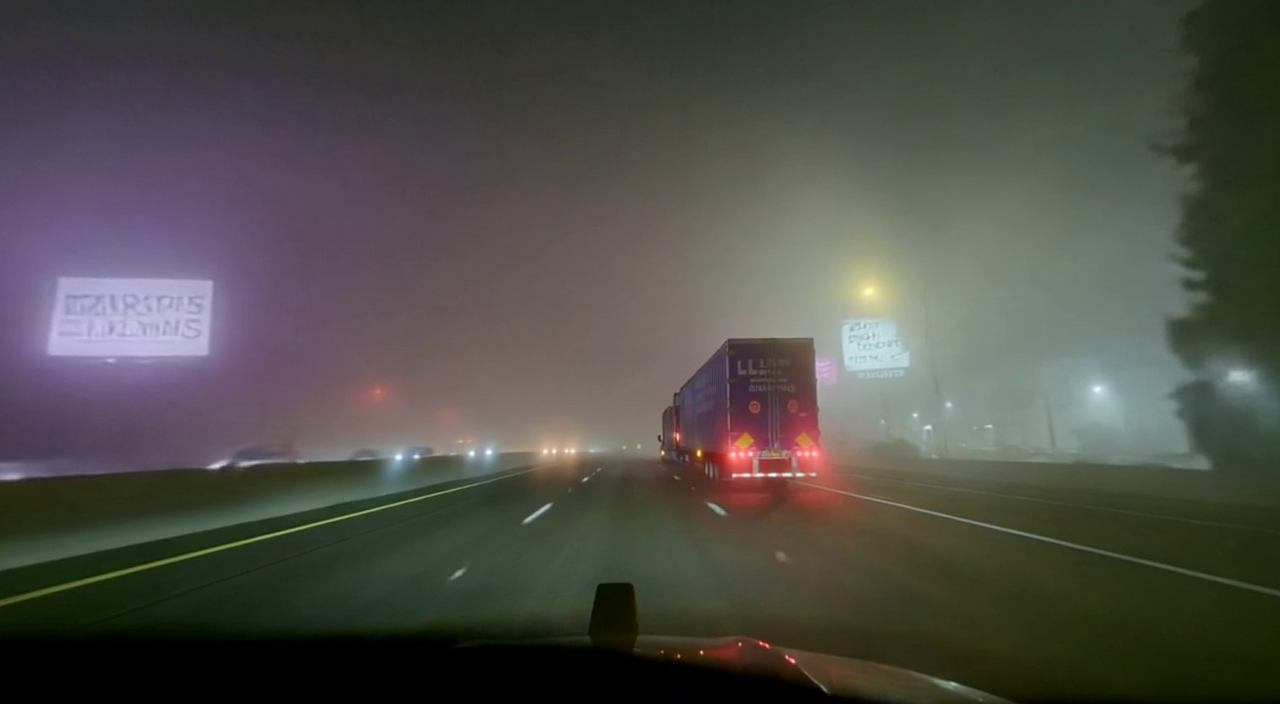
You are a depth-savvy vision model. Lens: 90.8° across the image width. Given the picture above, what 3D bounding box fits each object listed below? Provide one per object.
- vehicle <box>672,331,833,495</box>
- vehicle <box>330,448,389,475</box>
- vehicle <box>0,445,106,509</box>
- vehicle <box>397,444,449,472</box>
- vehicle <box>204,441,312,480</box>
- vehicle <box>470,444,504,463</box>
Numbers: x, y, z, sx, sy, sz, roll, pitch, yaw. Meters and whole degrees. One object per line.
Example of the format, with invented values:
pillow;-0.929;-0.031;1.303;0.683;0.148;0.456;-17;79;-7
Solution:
vehicle;3.412;2.880;25.465;2.891;4.387;17.121;0;-9;-2
vehicle;-15.267;5.937;34.502;1.681;1.381;3.370;0;-9;0
vehicle;-14.881;2.897;14.850;1.625;1.396;3.459;0;-9;-1
vehicle;-11.614;5.664;33.950;1.620;1.372;3.339;0;-9;-1
vehicle;-18.954;5.399;31.721;2.122;1.775;5.330;0;-9;-1
vehicle;-11.941;7.951;49.592;1.757;1.451;3.658;0;-9;0
